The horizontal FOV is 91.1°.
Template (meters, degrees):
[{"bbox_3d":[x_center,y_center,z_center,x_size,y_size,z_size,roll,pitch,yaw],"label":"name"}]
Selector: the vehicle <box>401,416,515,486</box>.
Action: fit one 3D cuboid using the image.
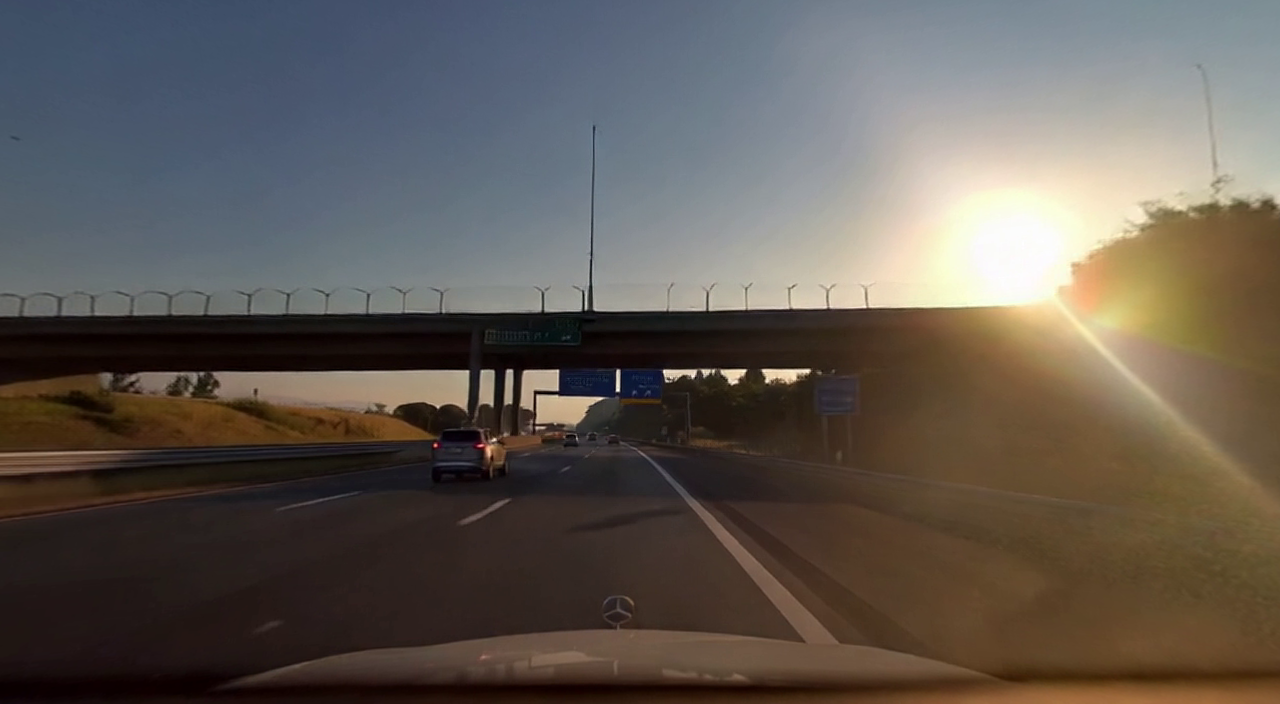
[{"bbox_3d":[-4.962,2.749,17.804,2.007,1.727,4.040,0,-8,0],"label":"vehicle"}]
